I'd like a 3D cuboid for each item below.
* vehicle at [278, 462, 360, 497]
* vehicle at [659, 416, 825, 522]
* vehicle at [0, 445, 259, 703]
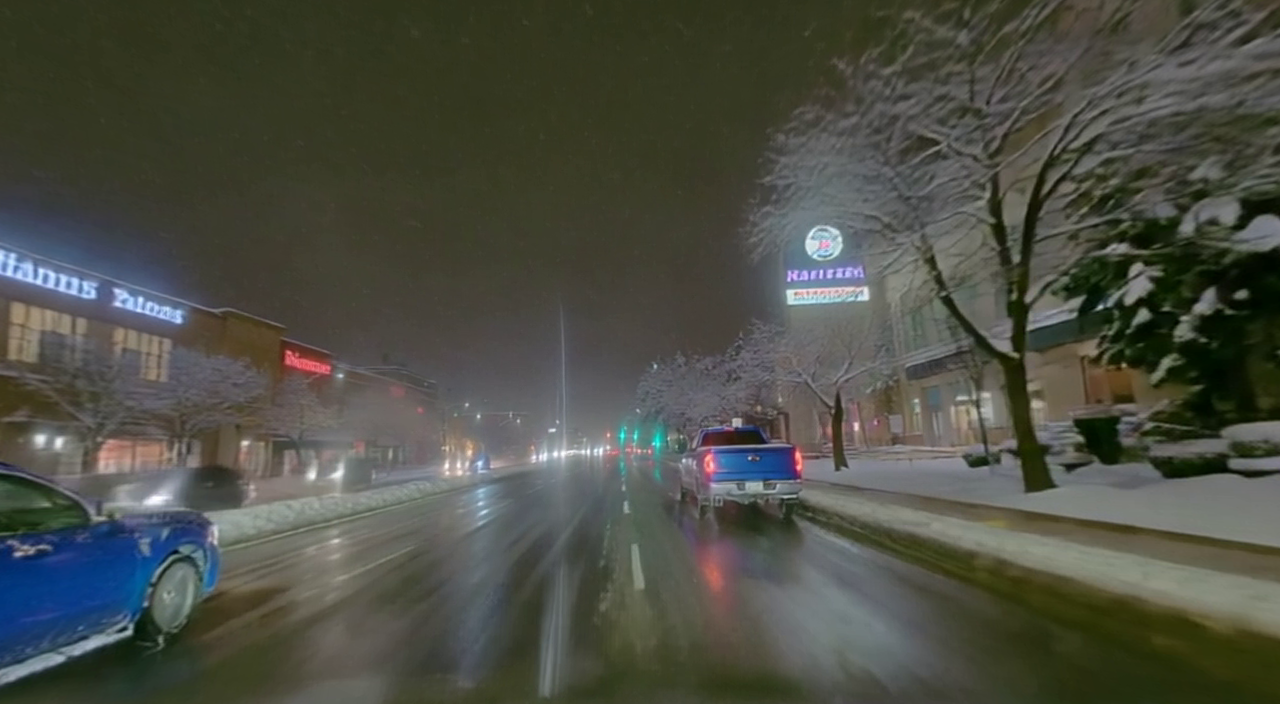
[{"bbox_3d":[-15.585,6.171,30.959,1.826,1.455,4.412,0,-8,-2],"label":"vehicle"},{"bbox_3d":[1.984,2.589,14.620,2.590,1.932,5.776,0,-8,-3],"label":"vehicle"},{"bbox_3d":[-4.037,1.156,2.908,1.888,1.424,4.553,0,-8,-2],"label":"vehicle"}]
